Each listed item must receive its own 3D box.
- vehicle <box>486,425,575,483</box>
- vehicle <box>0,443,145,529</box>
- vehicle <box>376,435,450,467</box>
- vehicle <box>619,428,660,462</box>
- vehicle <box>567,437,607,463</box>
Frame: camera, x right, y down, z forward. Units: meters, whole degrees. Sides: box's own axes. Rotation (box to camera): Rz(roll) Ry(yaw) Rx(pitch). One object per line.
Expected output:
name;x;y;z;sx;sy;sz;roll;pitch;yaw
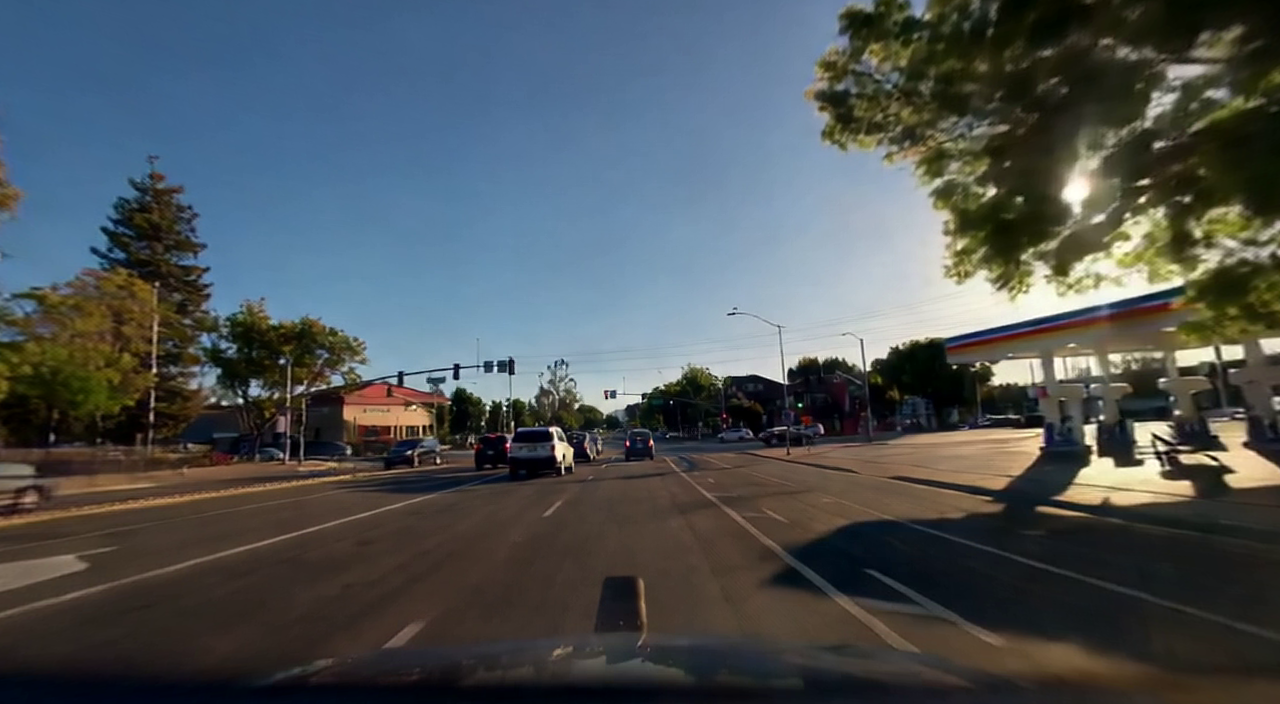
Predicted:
vehicle;-3.478;3.359;20.994;2.096;1.718;4.266;0;-9;1
vehicle;-13.527;2.811;13.572;1.981;1.671;4.598;0;-9;1
vehicle;-14.004;6.157;39.458;2.238;1.872;5.625;-1;-9;4
vehicle;0.036;5.442;36.907;2.224;1.819;5.005;0;-8;1
vehicle;-3.102;5.880;37.959;1.881;1.424;4.098;0;-9;2
